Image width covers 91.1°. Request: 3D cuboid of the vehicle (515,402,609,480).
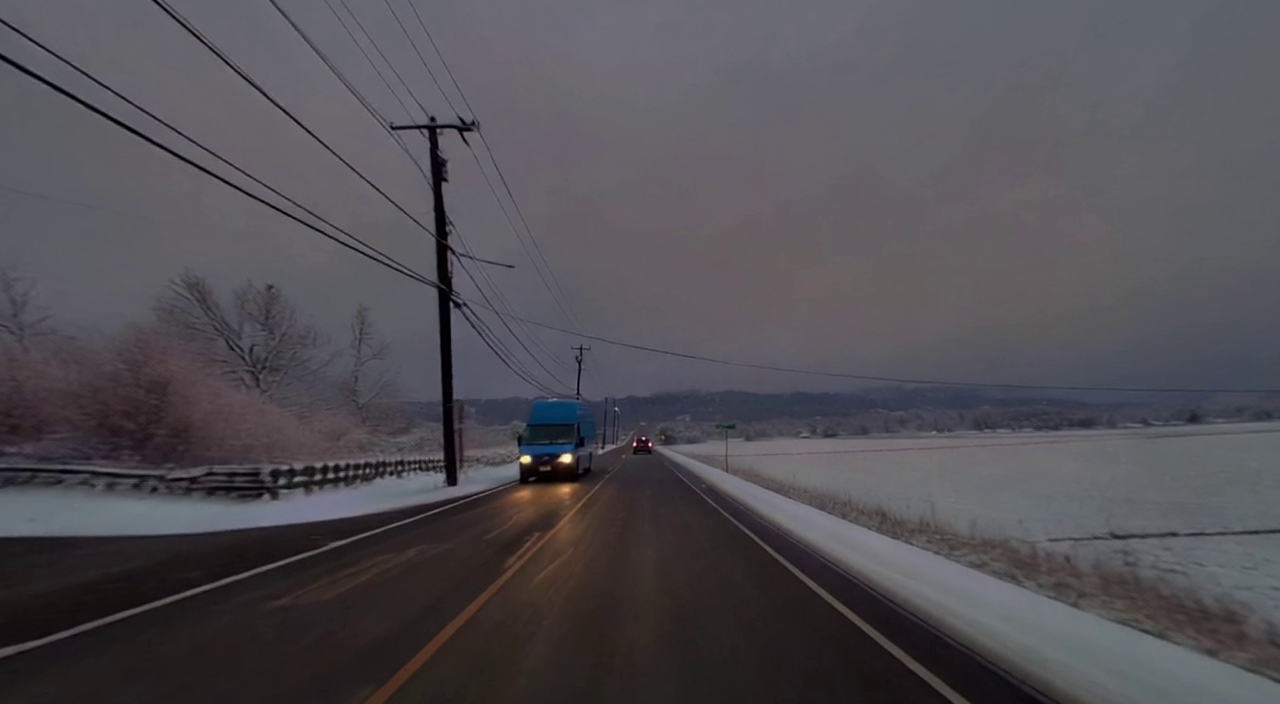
[{"bbox_3d":[-3.437,4.275,29.972,3.183,3.230,7.566,0,-9,2],"label":"vehicle"}]
